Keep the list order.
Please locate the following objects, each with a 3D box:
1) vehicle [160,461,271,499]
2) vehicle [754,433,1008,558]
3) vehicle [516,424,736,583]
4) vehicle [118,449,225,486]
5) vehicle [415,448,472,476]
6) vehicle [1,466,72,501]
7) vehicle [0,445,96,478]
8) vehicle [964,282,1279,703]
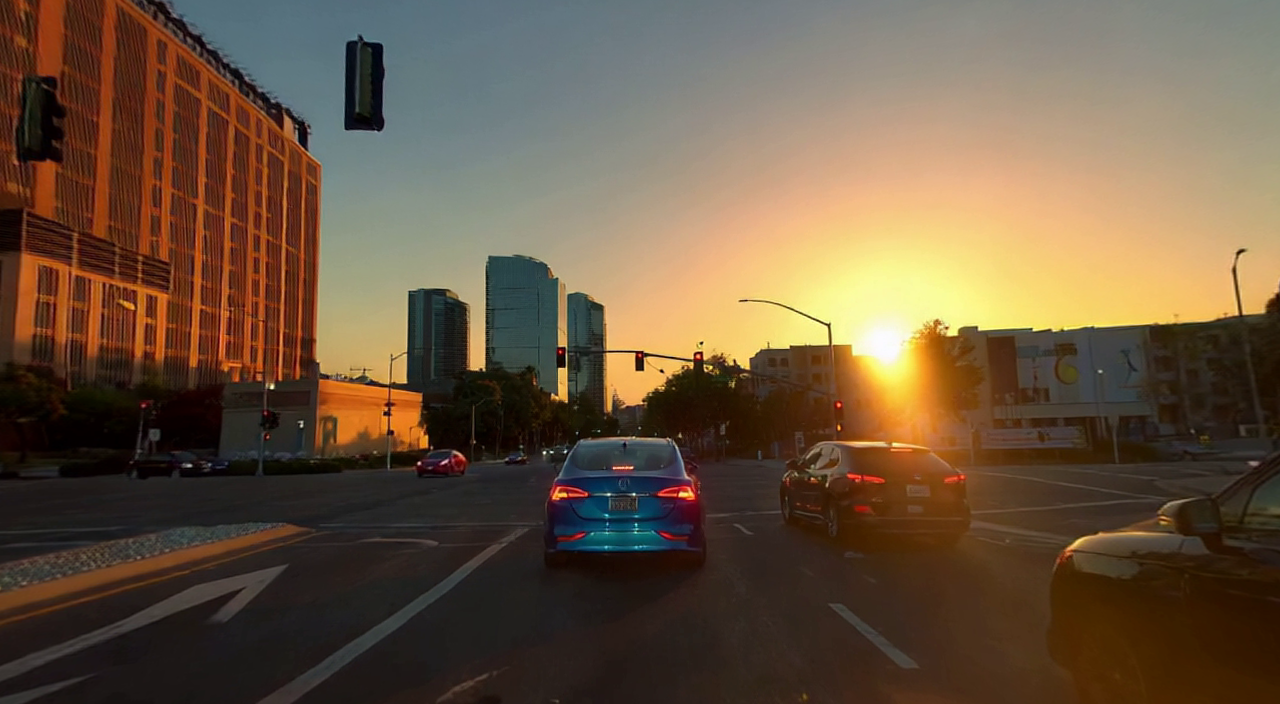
[{"bbox_3d":[-19.075,5.760,28.702,1.942,1.453,4.448,0,-9,0],"label":"vehicle"},{"bbox_3d":[3.212,1.995,9.598,2.009,1.414,4.416,0,-8,-2],"label":"vehicle"},{"bbox_3d":[-0.141,1.740,8.051,2.095,1.502,3.873,0,-8,0],"label":"vehicle"},{"bbox_3d":[-27.480,6.752,37.359,2.300,1.932,5.056,-1,-8,2],"label":"vehicle"},{"bbox_3d":[-11.674,6.558,37.877,1.887,1.516,4.524,0,-8,1],"label":"vehicle"},{"bbox_3d":[-27.999,6.076,29.449,1.972,1.433,4.324,8,-12,-39],"label":"vehicle"},{"bbox_3d":[-35.655,6.449,37.430,2.145,1.797,5.198,-1,-9,1],"label":"vehicle"},{"bbox_3d":[3.001,0.629,1.576,2.047,1.785,4.357,0,-8,0],"label":"vehicle"}]
